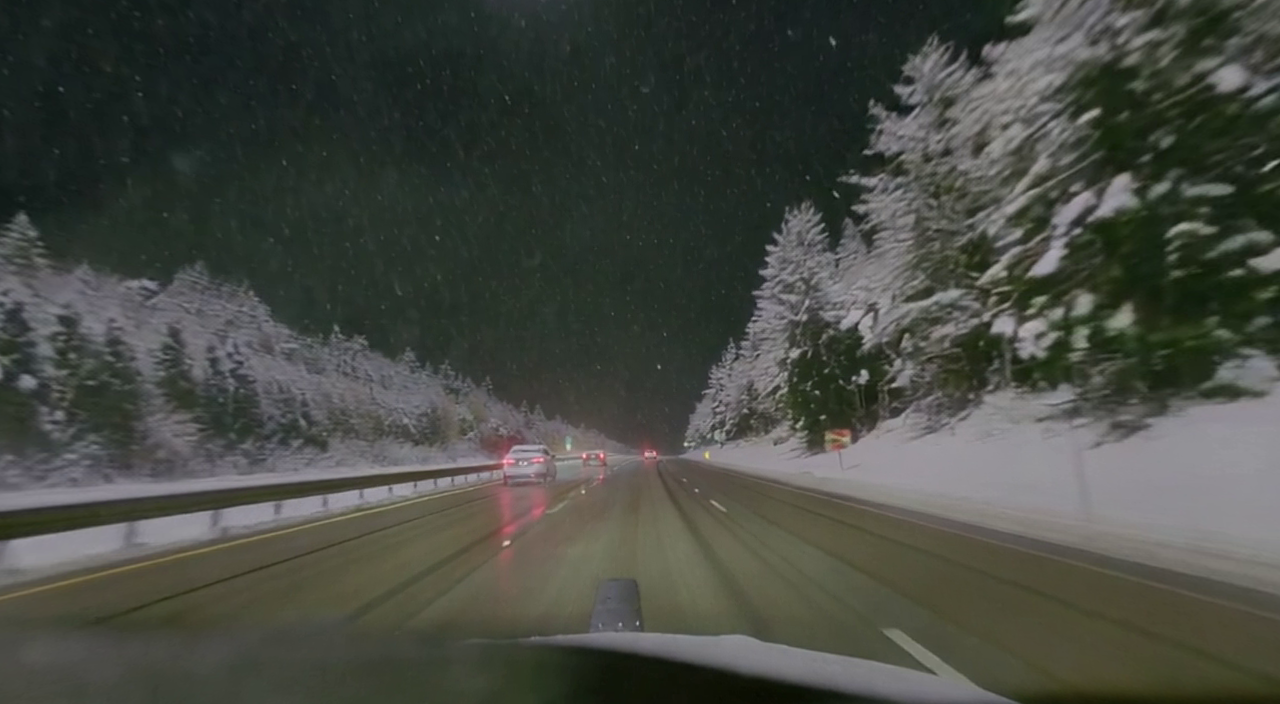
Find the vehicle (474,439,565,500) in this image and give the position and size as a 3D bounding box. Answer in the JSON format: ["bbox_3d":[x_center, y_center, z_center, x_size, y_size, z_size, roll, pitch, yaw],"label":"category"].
[{"bbox_3d":[-3.476,3.467,19.001,1.846,1.600,4.108,0,-9,1],"label":"vehicle"}]

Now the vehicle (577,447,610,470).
[{"bbox_3d":[-3.307,7.624,45.384,1.996,1.565,4.159,0,-9,1],"label":"vehicle"}]
